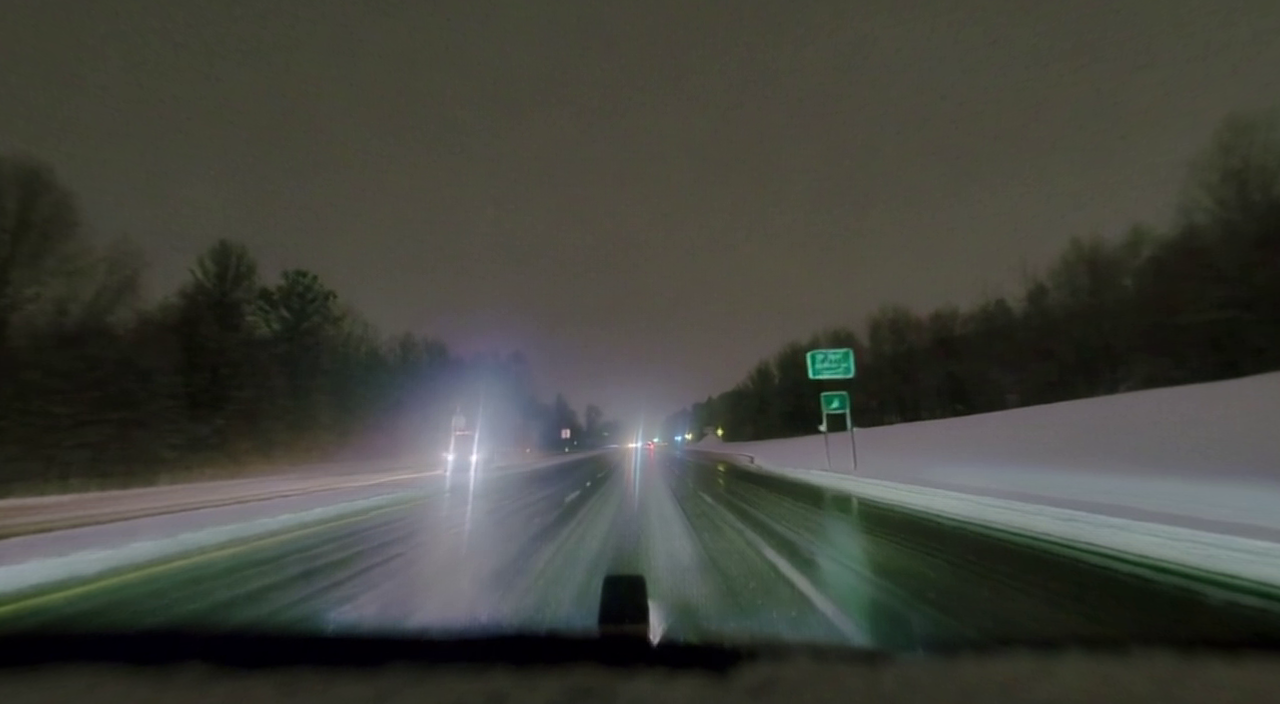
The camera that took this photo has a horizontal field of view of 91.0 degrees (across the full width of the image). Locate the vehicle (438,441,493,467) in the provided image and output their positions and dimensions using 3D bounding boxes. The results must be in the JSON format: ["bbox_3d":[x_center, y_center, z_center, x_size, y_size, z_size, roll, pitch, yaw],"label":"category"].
[{"bbox_3d":[-11.013,6.463,40.007,1.973,1.558,4.718,0,-8,2],"label":"vehicle"}]
